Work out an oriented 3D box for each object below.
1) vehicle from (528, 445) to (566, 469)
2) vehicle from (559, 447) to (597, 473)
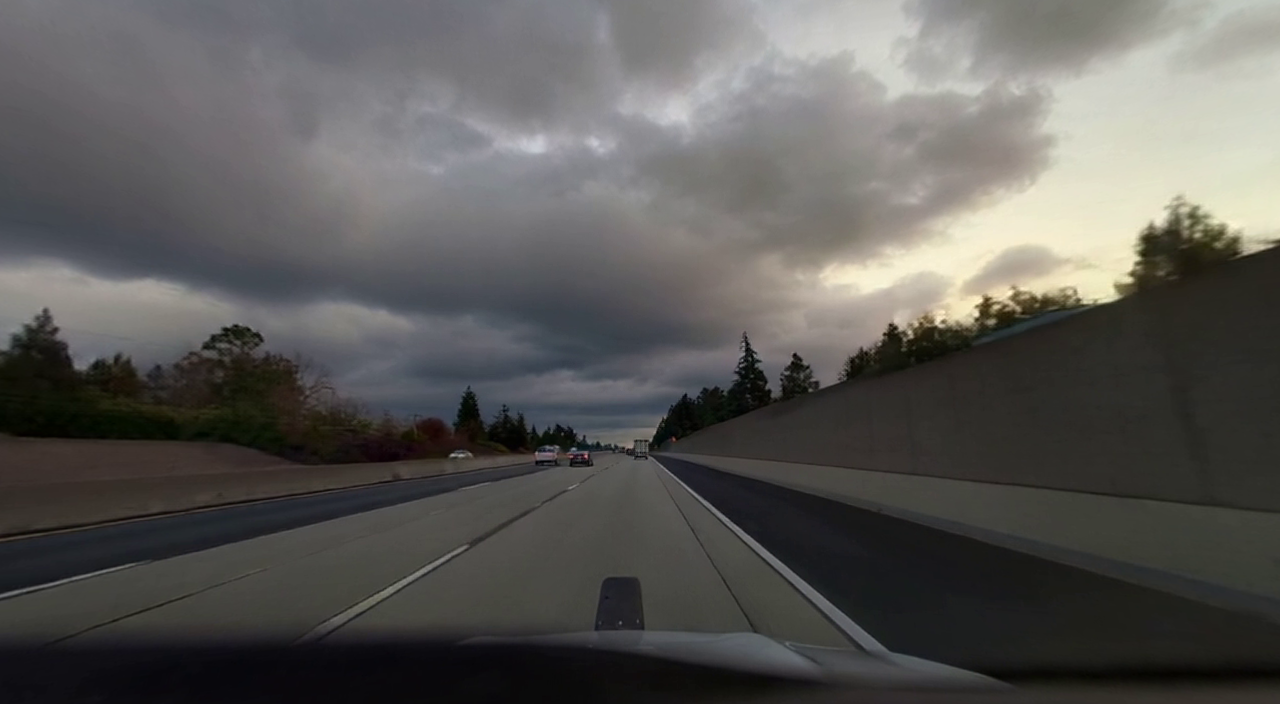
[{"bbox_3d":[-7.075,8.027,48.514,2.173,1.722,4.869,0,-9,1],"label":"vehicle"},{"bbox_3d":[-3.747,6.605,38.690,1.893,1.521,3.742,0,-9,0],"label":"vehicle"}]
